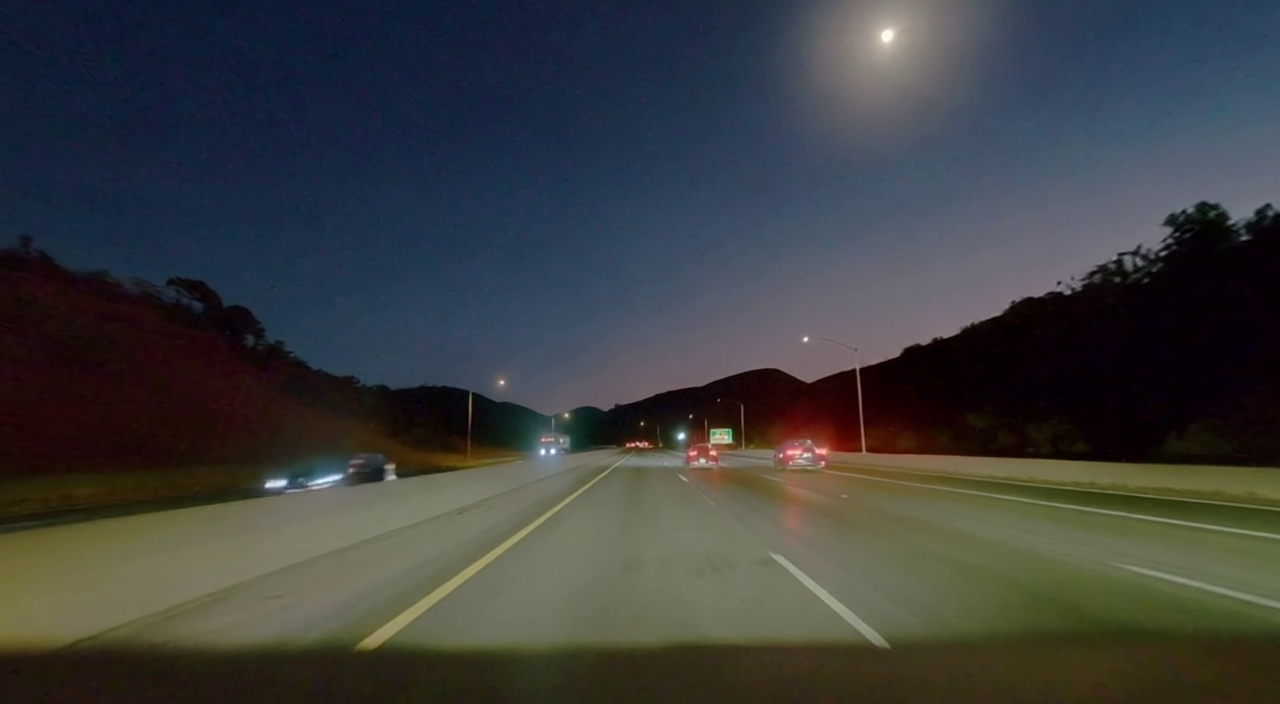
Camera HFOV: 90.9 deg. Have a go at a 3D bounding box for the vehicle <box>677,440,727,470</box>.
[{"bbox_3d":[3.077,5.222,32.220,2.044,1.444,4.216,0,-8,-1],"label":"vehicle"}]

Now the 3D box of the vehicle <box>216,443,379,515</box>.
[{"bbox_3d":[-8.726,3.217,16.589,1.912,1.612,4.140,0,-8,1],"label":"vehicle"}]
